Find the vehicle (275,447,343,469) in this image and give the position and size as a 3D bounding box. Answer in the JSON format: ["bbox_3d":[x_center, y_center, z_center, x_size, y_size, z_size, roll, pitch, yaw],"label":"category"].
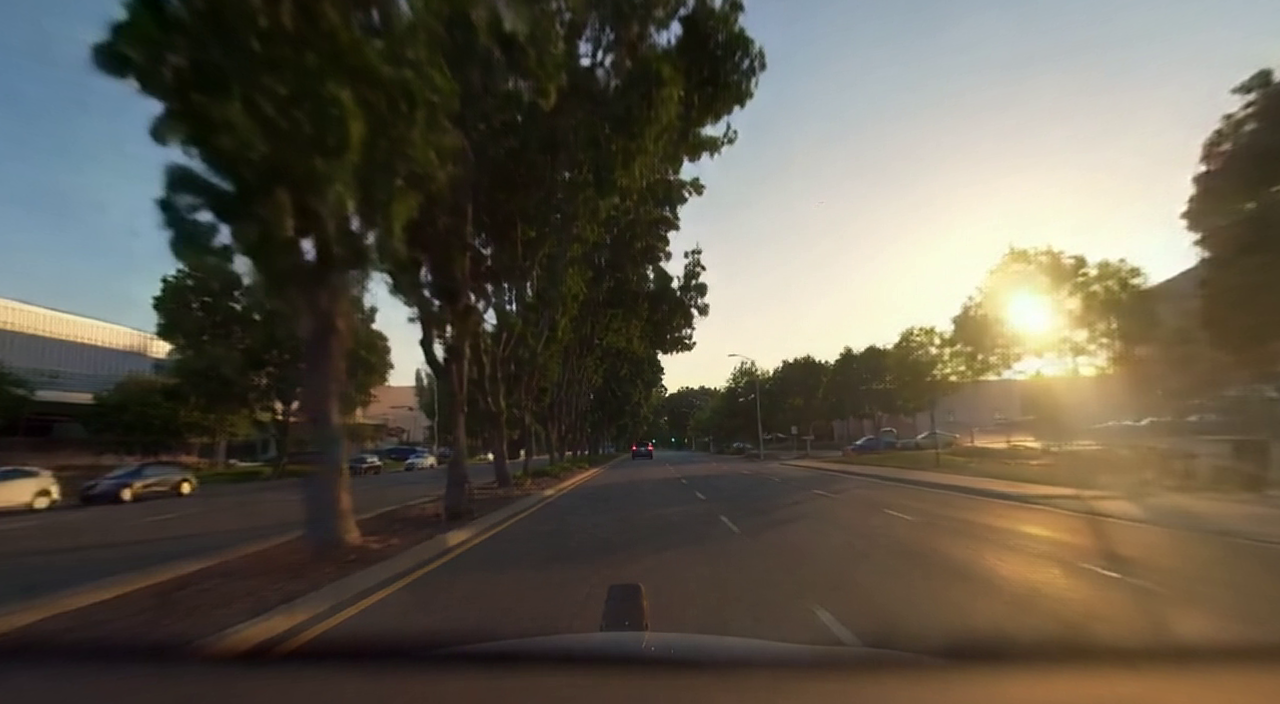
[{"bbox_3d":[-26.184,8.393,49.999,4.314,1.680,1.822,0,-8,-3],"label":"vehicle"}]

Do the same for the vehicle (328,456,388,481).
[{"bbox_3d":[-18.575,7.680,41.742,1.806,1.454,4.599,0,-8,1],"label":"vehicle"}]

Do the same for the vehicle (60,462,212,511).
[{"bbox_3d":[-18.821,4.998,23.856,1.861,1.499,4.535,-1,-8,3],"label":"vehicle"}]
